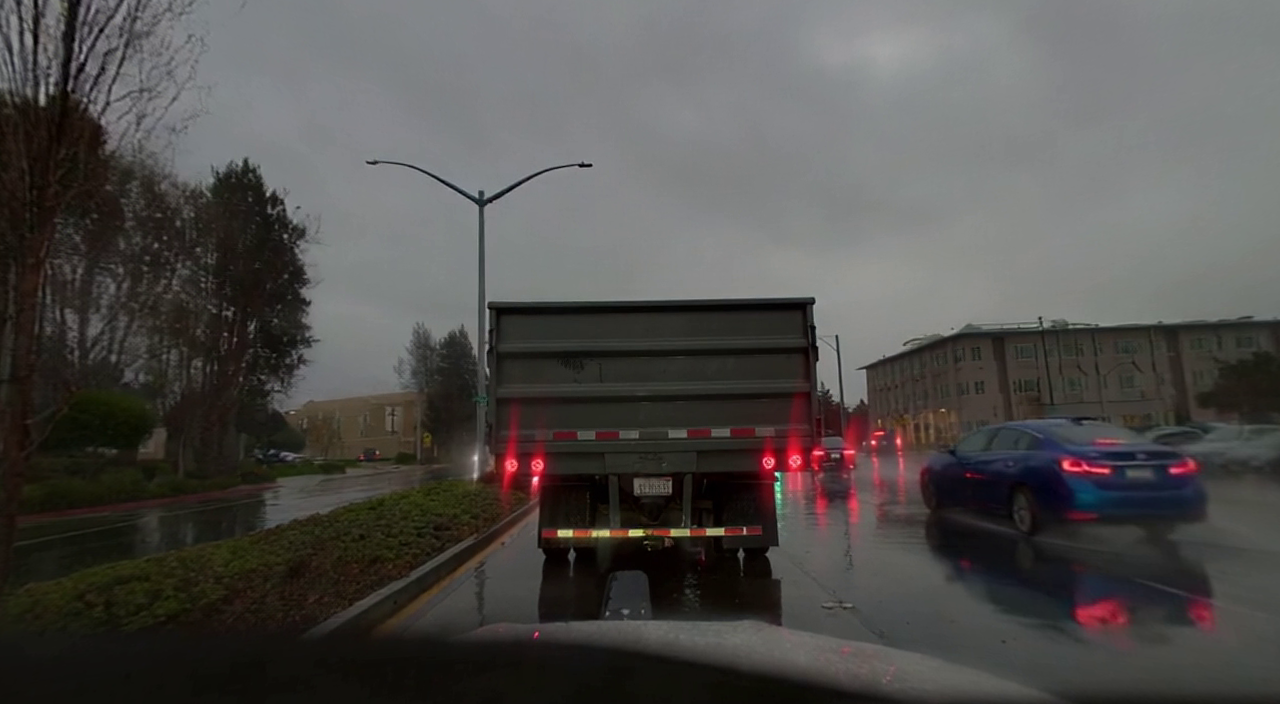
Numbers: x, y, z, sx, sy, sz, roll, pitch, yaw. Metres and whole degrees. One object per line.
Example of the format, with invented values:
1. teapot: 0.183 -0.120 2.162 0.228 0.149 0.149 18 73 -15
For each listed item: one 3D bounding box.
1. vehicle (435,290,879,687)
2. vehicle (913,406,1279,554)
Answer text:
1. vehicle: 0.238 1.307 7.399 2.650 2.391 7.008 -1 -8 3
2. vehicle: 6.802 1.964 10.453 2.363 1.825 4.989 -1 -8 1
